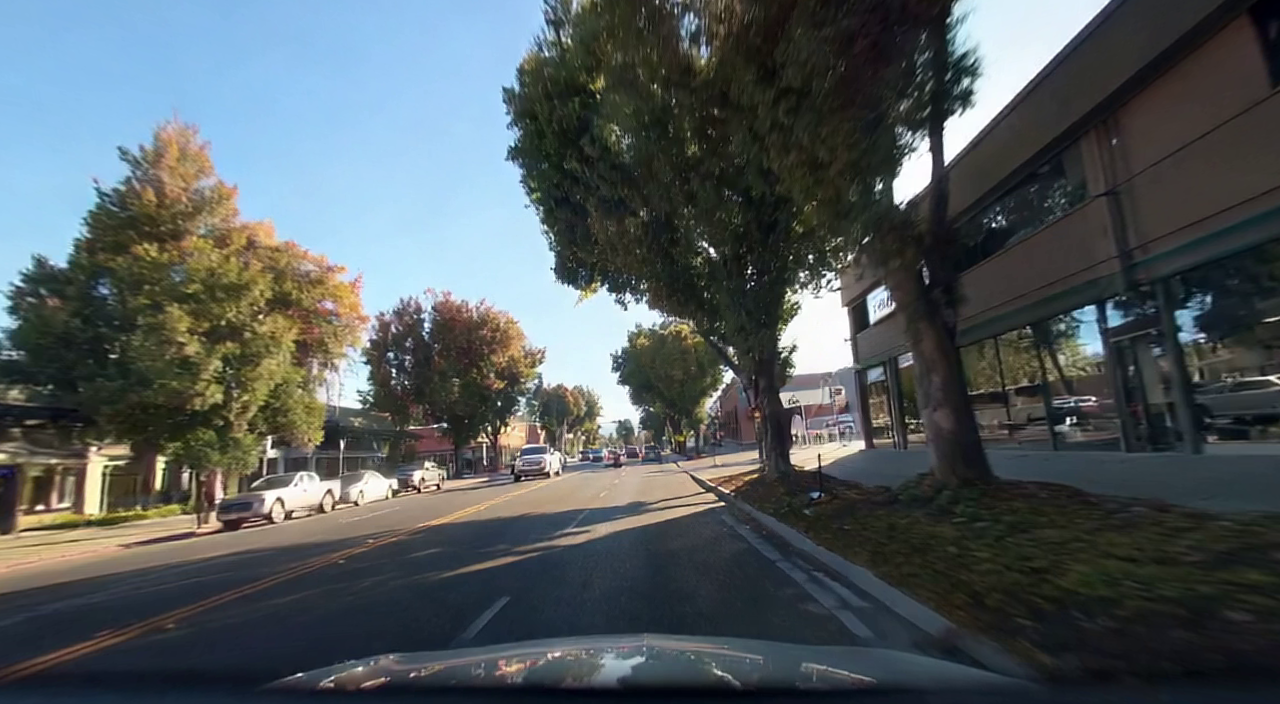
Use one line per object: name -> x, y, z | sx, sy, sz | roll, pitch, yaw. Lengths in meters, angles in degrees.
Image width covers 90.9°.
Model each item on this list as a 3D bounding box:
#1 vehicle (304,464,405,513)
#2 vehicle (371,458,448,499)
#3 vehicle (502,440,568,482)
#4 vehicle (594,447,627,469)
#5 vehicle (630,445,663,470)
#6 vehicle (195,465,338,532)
vehicle -> -11.188, 5.345, 25.060 | 1.858, 1.469, 4.665 | -4, -9, 0
vehicle -> -11.087, 6.087, 30.648 | 1.925, 1.709, 4.426 | -1, -8, 2
vehicle -> -5.829, 6.175, 36.018 | 2.644, 2.161, 5.825 | 0, -8, 1
vehicle -> -2.103, 7.646, 45.610 | 2.099, 1.424, 4.609 | 0, -8, 1
vehicle -> 0.437, 6.745, 40.537 | 2.020, 1.478, 3.922 | 0, -8, 1
vehicle -> -11.146, 4.350, 19.177 | 1.946, 1.526, 3.954 | -2, -7, 0
